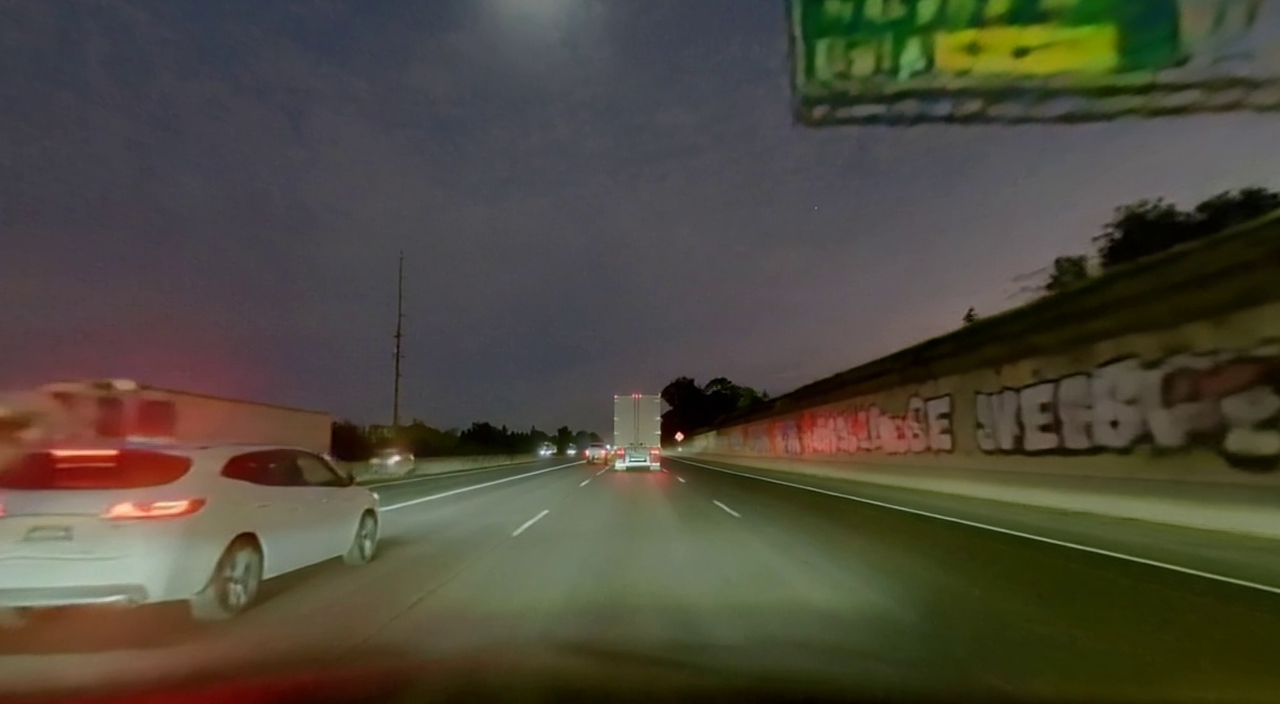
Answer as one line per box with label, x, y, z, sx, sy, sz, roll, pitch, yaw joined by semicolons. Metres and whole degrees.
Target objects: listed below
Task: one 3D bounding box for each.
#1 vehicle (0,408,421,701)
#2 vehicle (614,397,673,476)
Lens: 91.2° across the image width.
vehicle;-3.713;1.392;5.410;2.158;1.538;4.047;0;-9;0
vehicle;-0.002;5.147;37.635;3.042;4.023;10.832;0;-9;-2
